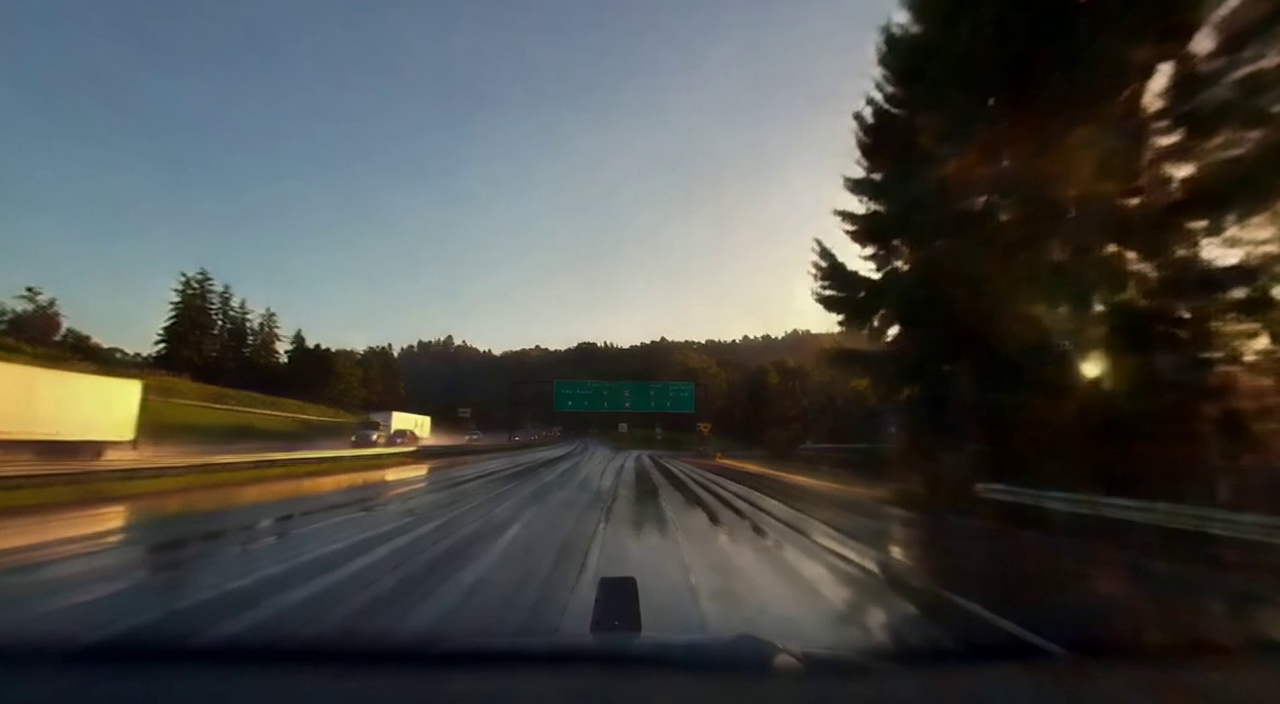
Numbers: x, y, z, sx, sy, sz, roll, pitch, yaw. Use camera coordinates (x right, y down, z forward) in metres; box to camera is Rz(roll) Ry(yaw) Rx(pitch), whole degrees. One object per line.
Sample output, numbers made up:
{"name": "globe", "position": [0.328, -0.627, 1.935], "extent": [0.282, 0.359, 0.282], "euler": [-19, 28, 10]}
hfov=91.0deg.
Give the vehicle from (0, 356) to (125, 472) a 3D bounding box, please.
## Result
{"name": "vehicle", "position": [-23.659, 1.907, 20.079], "extent": [2.832, 3.989, 14.520], "euler": [0, -8, -3]}
